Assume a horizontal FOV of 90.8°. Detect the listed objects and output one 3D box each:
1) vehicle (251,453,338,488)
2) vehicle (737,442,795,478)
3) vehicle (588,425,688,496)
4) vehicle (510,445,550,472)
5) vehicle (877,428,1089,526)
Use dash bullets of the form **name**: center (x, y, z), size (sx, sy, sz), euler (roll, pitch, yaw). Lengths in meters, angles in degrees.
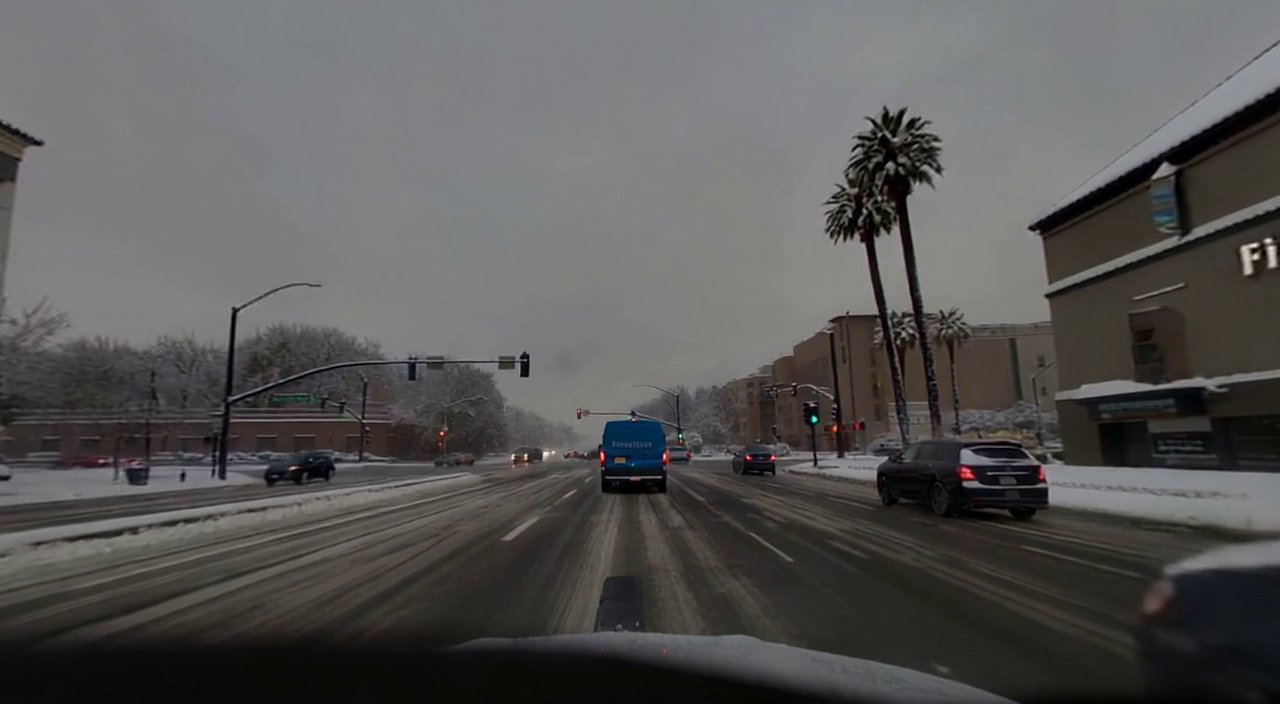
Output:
- **vehicle**: center (-16.589, 5.681, 30.652), size (1.953, 1.480, 4.632), euler (1, -9, -5)
- **vehicle**: center (6.410, 5.535, 32.595), size (1.931, 1.692, 4.267), euler (0, -9, -3)
- **vehicle**: center (-0.141, 3.521, 20.917), size (2.848, 1.991, 5.706), euler (0, -9, -2)
- **vehicle**: center (-7.146, 6.952, 41.363), size (2.109, 1.653, 4.681), euler (0, -9, -5)
- **vehicle**: center (7.146, 2.626, 13.880), size (2.023, 1.771, 4.488), euler (0, -9, -2)
